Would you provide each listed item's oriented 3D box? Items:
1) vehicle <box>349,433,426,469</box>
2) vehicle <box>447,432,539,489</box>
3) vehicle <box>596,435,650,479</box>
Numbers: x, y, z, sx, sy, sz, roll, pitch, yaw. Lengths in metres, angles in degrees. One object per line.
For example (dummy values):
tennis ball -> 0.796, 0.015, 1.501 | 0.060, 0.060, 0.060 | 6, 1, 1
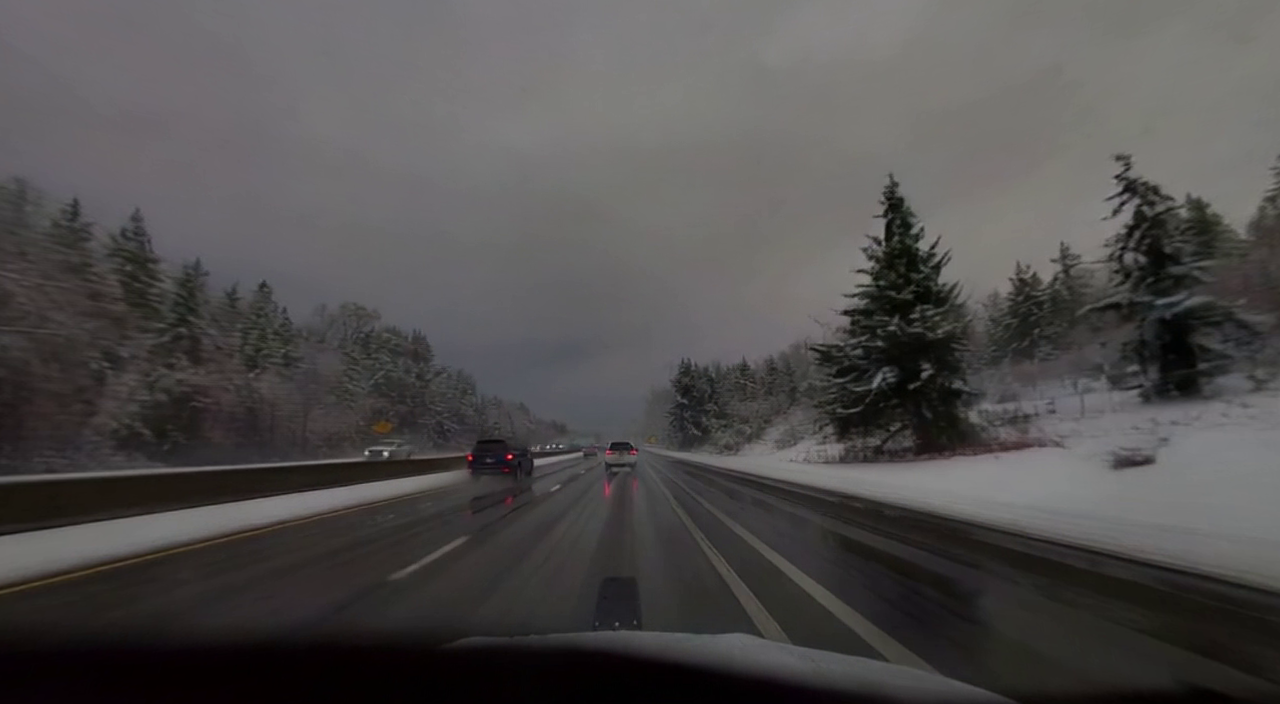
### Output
vehicle -> -12.669, 5.020, 31.740 | 2.032, 1.672, 4.515 | -1, -9, 0
vehicle -> -4.814, 3.642, 21.285 | 1.974, 1.688, 4.727 | -1, -9, 0
vehicle -> -0.700, 4.395, 26.385 | 2.115, 1.661, 4.049 | 0, -9, -1
